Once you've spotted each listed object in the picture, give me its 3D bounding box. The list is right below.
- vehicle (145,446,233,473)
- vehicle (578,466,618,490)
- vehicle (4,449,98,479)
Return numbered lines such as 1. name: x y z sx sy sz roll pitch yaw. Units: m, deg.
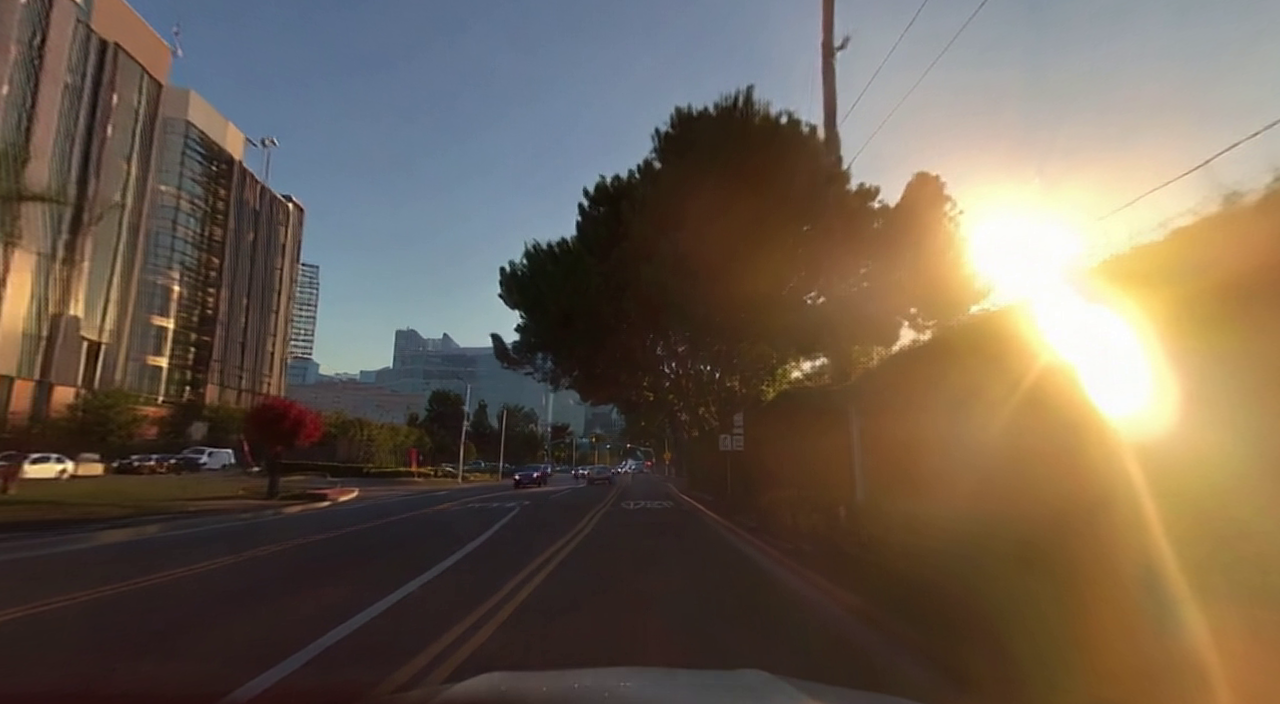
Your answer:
1. vehicle: -35.612 8.561 49.834 2.033 1.959 5.294 -3 -11 19
2. vehicle: -3.052 9.312 46.621 2.067 1.629 3.858 -2 -11 11
3. vehicle: -31.028 5.896 33.092 3.795 1.474 1.828 -3 -11 18
